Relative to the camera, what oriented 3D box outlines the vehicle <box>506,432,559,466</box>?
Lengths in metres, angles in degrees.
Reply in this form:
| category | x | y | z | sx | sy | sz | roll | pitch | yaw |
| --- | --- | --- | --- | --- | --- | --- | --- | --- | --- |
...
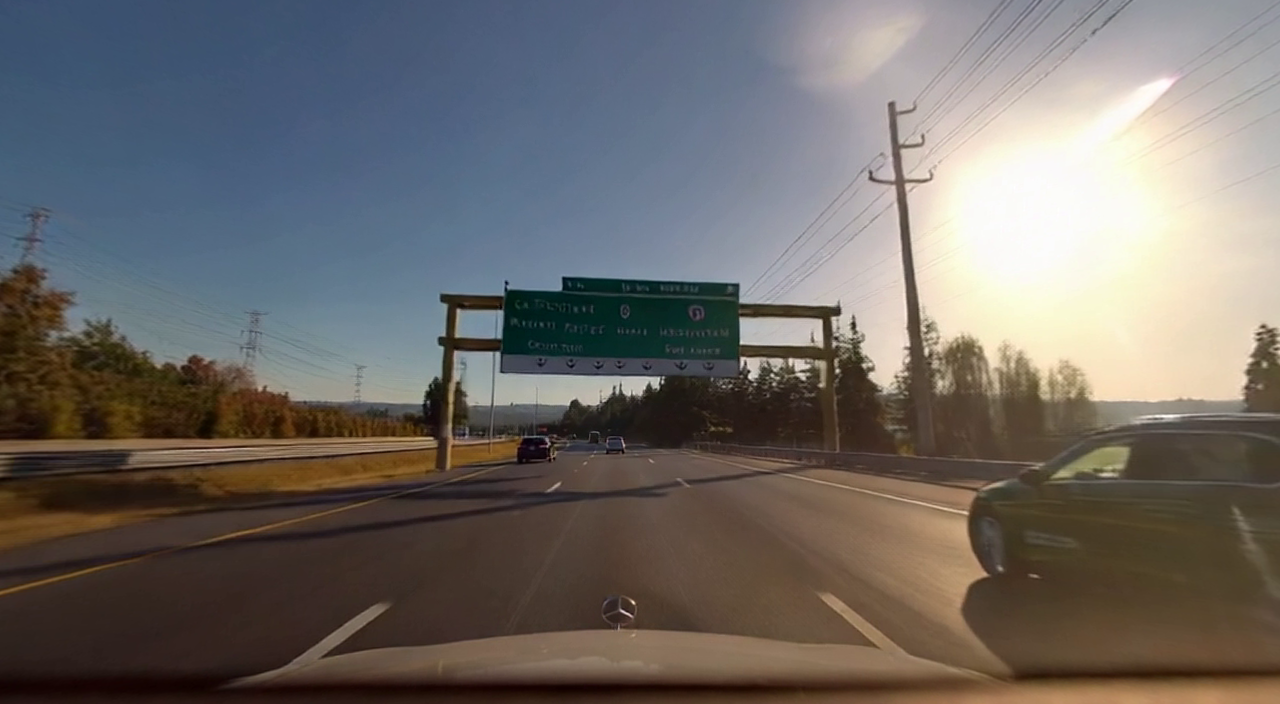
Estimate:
| category | x | y | z | sx | sy | sz | roll | pitch | yaw |
| --- | --- | --- | --- | --- | --- | --- | --- | --- | --- |
| vehicle | -5.368 | 4.892 | 31.938 | 2.100 | 1.590 | 4.077 | 0 | -8 | -2 |

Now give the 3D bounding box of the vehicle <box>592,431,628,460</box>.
| category | x | y | z | sx | sy | sz | roll | pitch | yaw |
| --- | --- | --- | --- | --- | --- | --- | --- | --- | --- |
| vehicle | -1.820 | 5.850 | 39.616 | 2.159 | 1.690 | 3.720 | 0 | -8 | -1 |

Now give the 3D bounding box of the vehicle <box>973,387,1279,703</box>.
| category | x | y | z | sx | sy | sz | roll | pitch | yaw |
| --- | --- | --- | --- | --- | --- | --- | --- | --- | --- |
| vehicle | 3.789 | 0.941 | 2.708 | 2.033 | 1.576 | 4.691 | 0 | -8 | -2 |
